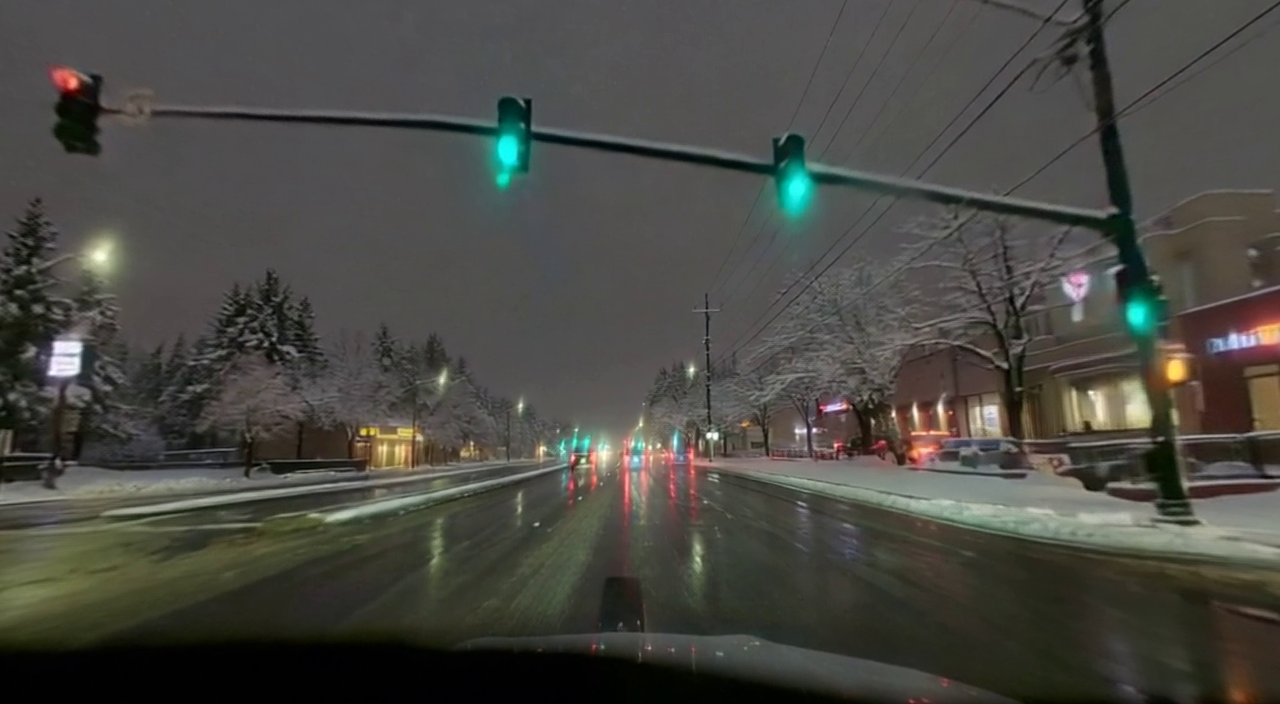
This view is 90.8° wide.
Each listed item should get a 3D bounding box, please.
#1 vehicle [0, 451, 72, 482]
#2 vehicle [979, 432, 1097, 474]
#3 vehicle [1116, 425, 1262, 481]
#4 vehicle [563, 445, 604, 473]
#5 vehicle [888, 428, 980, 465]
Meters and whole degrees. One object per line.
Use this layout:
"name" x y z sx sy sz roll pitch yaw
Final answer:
"vehicle" -33.555 6.064 33.603 4.544 1.515 2.218 -1 -8 3
"vehicle" 16.319 4.095 25.870 4.673 1.555 2.010 5 -10 -30
"vehicle" 17.123 3.122 19.654 4.759 1.476 1.911 3 -12 -32
"vehicle" -3.351 6.445 38.402 2.035 1.564 4.702 0 -8 0
"vehicle" 16.568 5.311 35.581 5.004 1.893 2.228 5 -10 -32
